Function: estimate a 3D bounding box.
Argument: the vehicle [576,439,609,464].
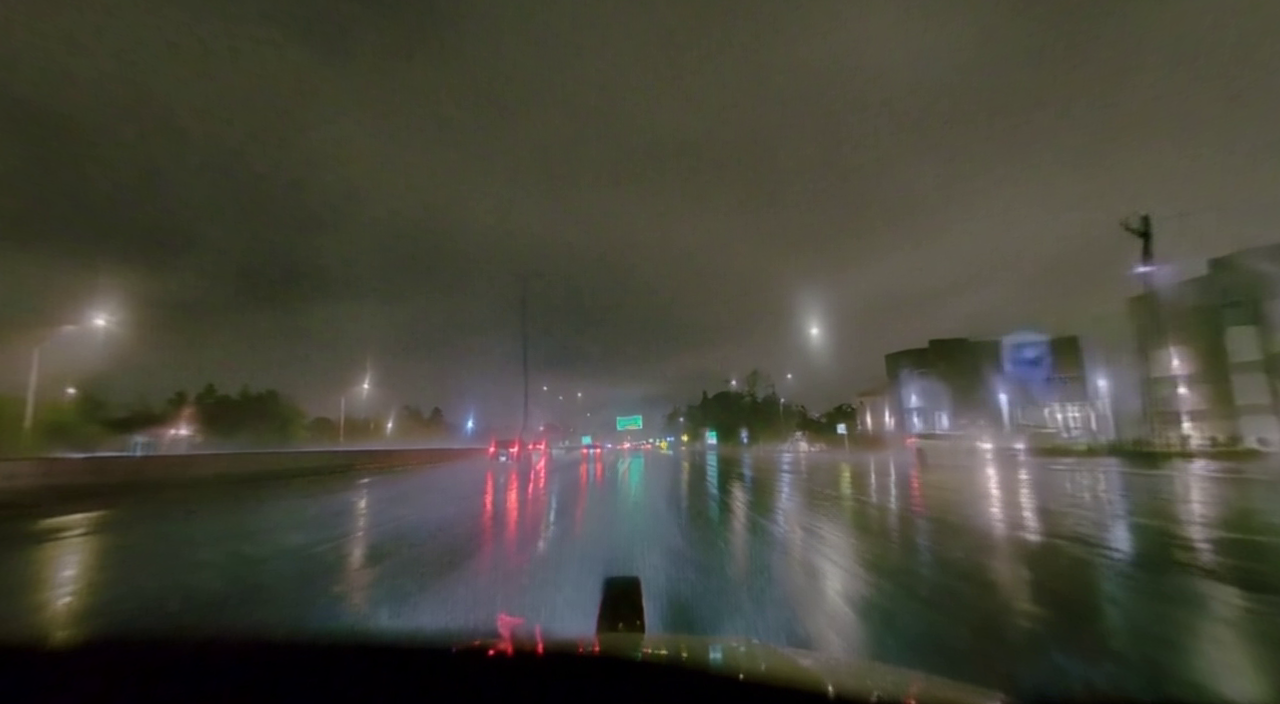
[{"bbox_3d":[-3.344,7.072,45.106,2.027,1.697,4.307,0,-8,1],"label":"vehicle"}]

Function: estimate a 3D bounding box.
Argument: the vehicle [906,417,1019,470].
[{"bbox_3d":[19.677,5.705,39.133,2.873,2.907,6.459,2,-9,-8],"label":"vehicle"}]

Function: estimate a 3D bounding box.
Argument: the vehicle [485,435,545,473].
[{"bbox_3d":[-6.329,5.219,32.464,2.015,1.762,4.790,0,-8,1],"label":"vehicle"}]
